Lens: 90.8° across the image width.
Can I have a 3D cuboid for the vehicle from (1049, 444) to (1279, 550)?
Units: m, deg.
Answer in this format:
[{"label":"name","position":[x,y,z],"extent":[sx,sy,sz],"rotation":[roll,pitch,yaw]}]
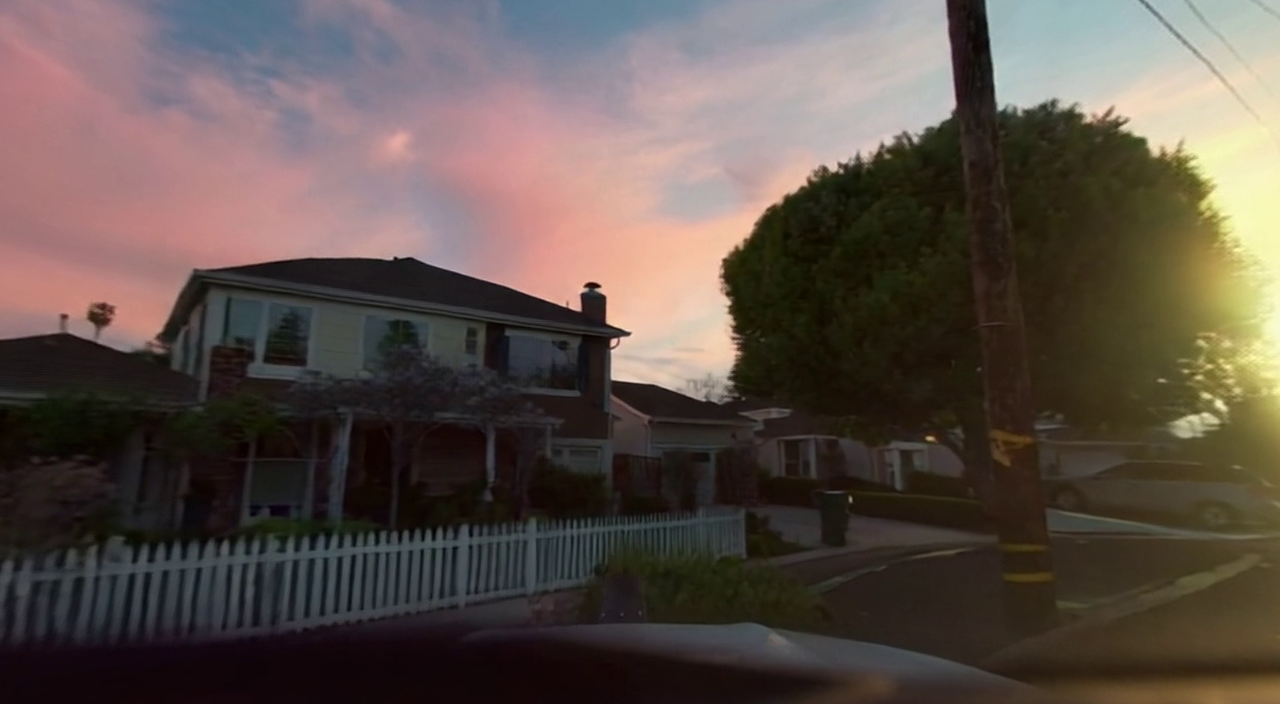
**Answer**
[{"label":"vehicle","position":[12.144,3.061,14.009],"extent":[2.471,1.595,4.537],"rotation":[5,-5,-33]}]
